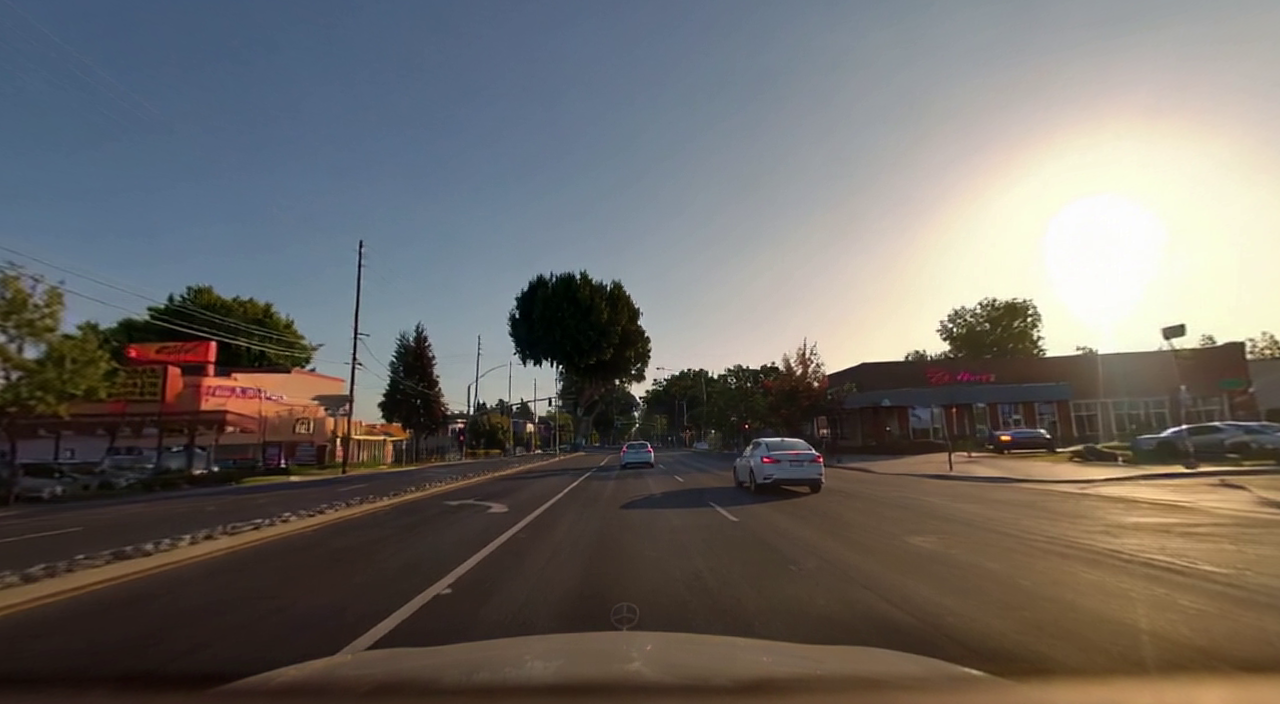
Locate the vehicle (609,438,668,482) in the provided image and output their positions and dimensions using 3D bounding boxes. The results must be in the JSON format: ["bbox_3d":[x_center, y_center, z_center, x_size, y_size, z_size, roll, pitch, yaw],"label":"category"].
[{"bbox_3d":[-0.087,3.947,23.270,1.998,1.452,3.773,0,-9,-1],"label":"vehicle"}]

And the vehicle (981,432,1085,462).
[{"bbox_3d":[20.505,4.954,32.957,4.296,1.496,1.891,1,-9,-8],"label":"vehicle"}]

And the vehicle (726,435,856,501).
[{"bbox_3d":[3.758,2.990,16.677,2.153,1.456,4.705,0,-9,-2],"label":"vehicle"}]

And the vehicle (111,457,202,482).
[{"bbox_3d":[-29.870,7.249,38.960,4.155,1.486,1.706,0,-8,-2],"label":"vehicle"}]

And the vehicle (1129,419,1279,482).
[{"bbox_3d":[20.465,3.416,22.096,4.697,1.832,2.092,-4,-9,-1],"label":"vehicle"}]
